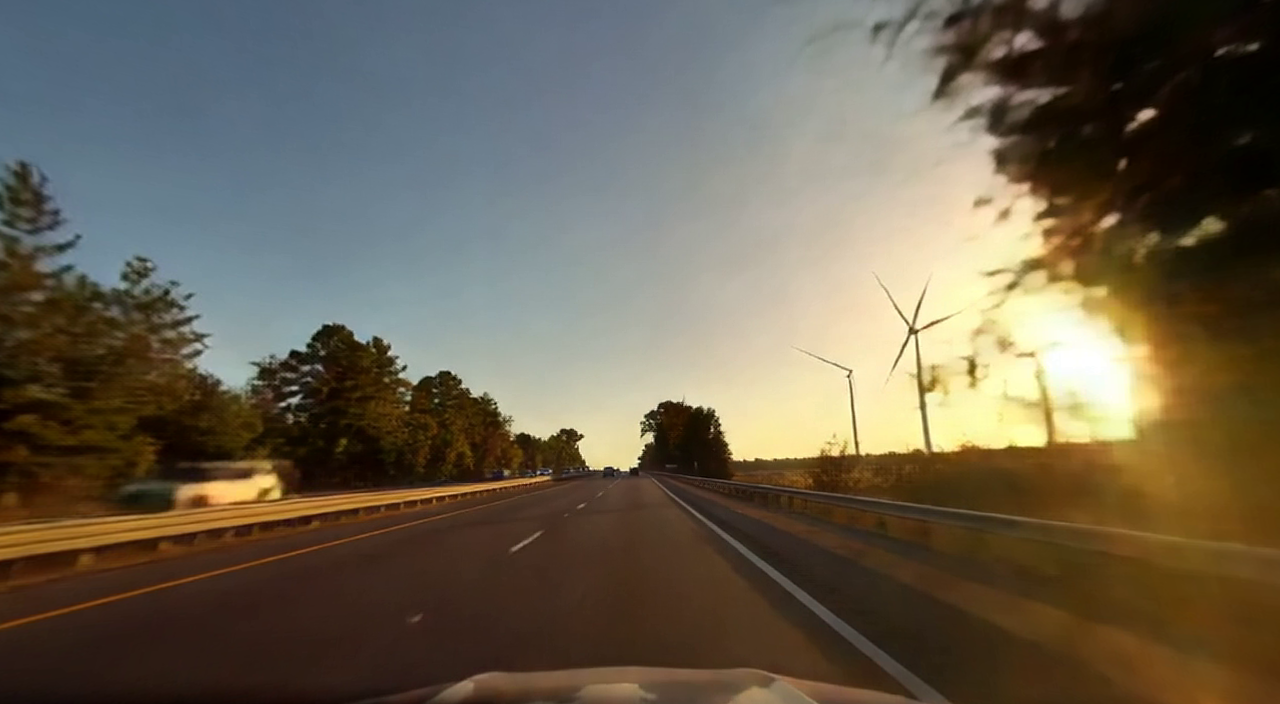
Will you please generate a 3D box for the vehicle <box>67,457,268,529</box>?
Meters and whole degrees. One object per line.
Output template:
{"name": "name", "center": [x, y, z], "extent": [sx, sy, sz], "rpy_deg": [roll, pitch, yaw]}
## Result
{"name": "vehicle", "center": [-12.722, 3.810, 17.459], "extent": [2.000, 1.682, 4.526], "rpy_deg": [1, -11, 0]}
